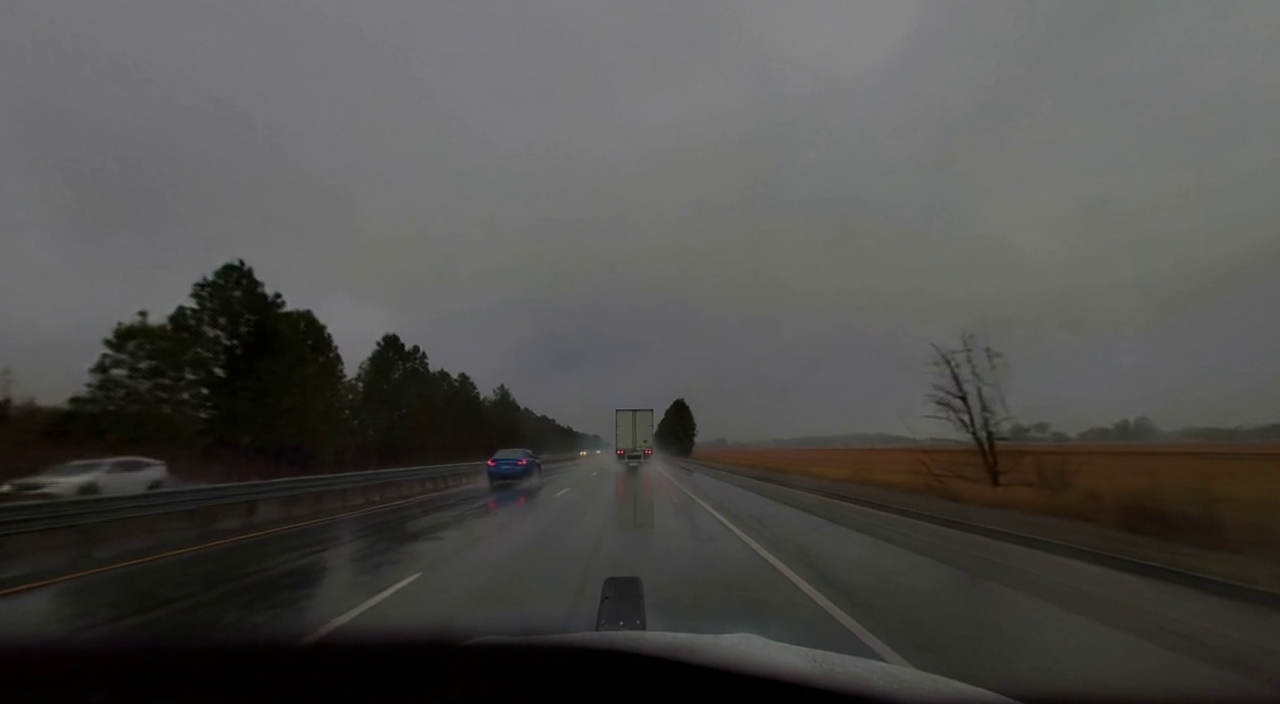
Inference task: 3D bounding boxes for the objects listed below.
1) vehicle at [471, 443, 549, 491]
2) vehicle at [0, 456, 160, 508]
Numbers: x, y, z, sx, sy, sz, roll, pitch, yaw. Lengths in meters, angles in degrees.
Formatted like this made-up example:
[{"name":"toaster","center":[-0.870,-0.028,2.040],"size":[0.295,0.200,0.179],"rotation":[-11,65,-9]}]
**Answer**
[{"name":"vehicle","center":[-4.472,4.006,22.243],"size":[1.937,1.493,3.779],"rotation":[0,-9,0]},{"name":"vehicle","center":[-17.847,4.094,20.298],"size":[1.805,1.466,3.803],"rotation":[0,-9,0]}]
